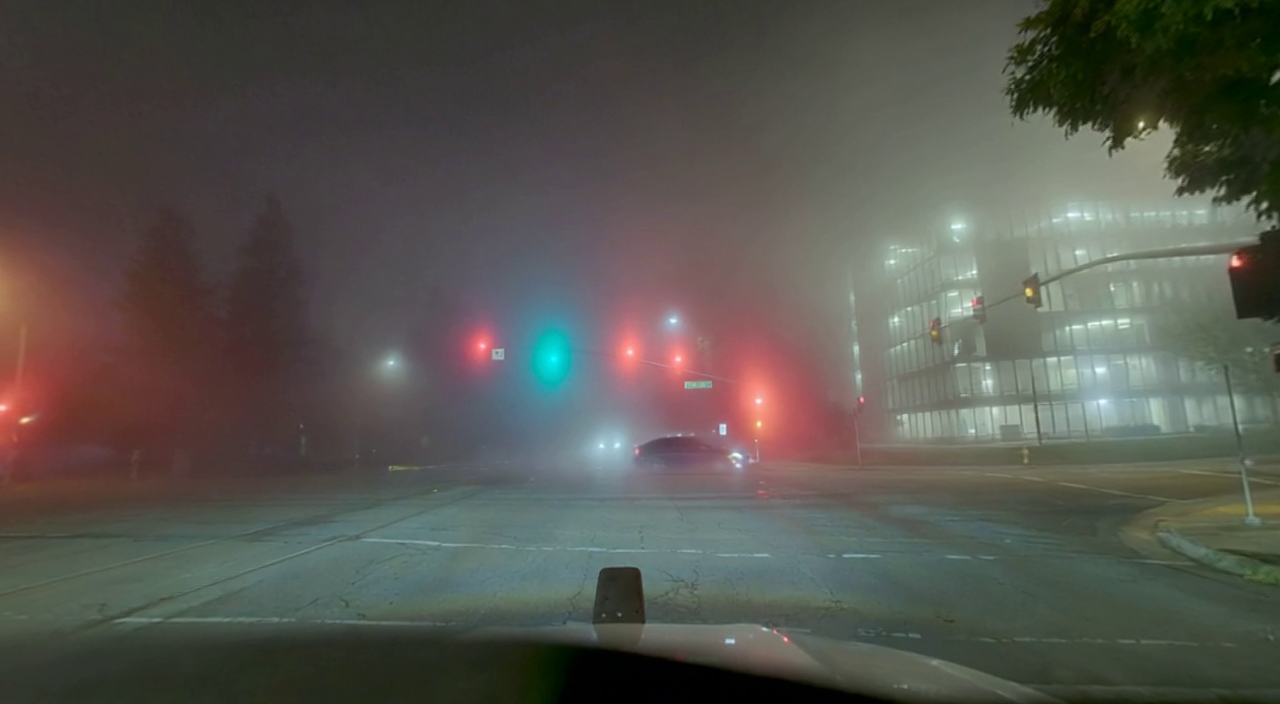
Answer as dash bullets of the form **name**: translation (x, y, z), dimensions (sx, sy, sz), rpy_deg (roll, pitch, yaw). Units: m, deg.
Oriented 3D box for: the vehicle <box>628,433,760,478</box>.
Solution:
- **vehicle**: translation (2.373, 4.527, 27.889), dimensions (5.357, 1.814, 2.141), rpy_deg (-4, -9, 22)
